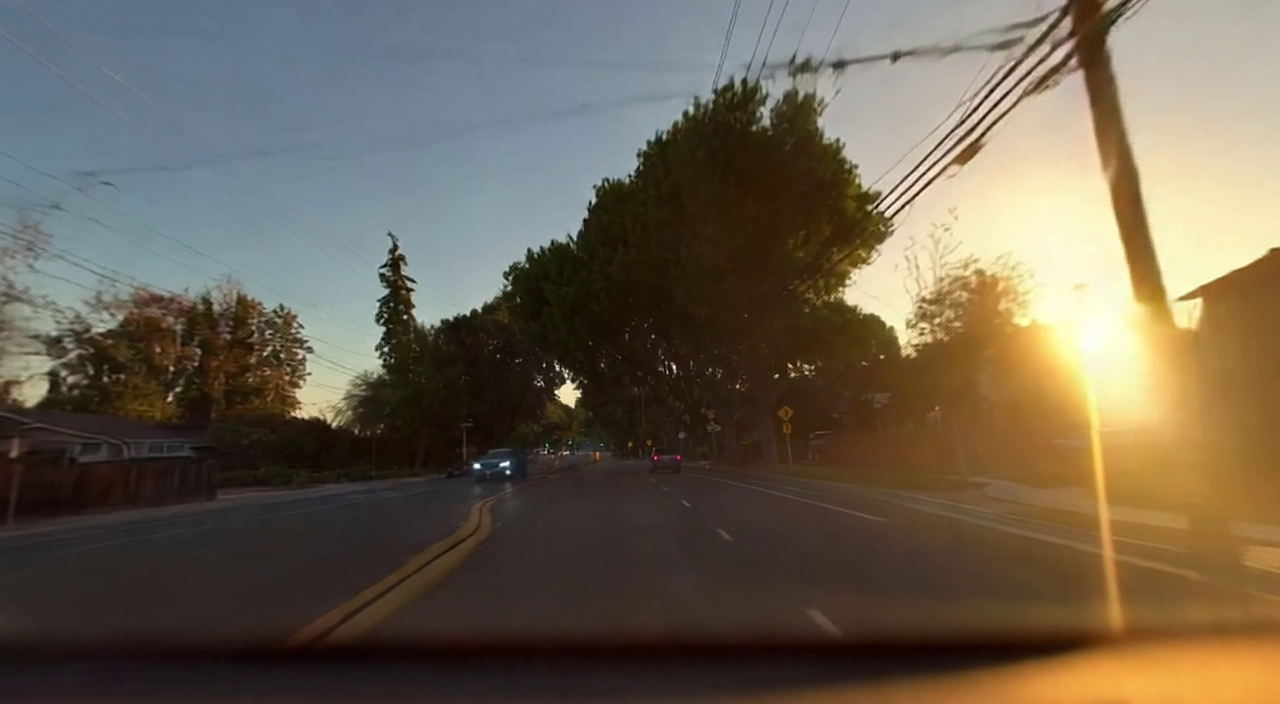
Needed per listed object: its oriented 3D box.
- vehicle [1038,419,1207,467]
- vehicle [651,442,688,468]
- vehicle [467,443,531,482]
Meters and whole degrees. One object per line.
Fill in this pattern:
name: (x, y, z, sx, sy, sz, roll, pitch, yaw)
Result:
vehicle: (18.077, 3.502, 24.001, 4.766, 1.493, 2.076, -9, -11, 31)
vehicle: (2.105, 7.675, 47.036, 2.144, 1.843, 4.827, 1, -9, -5)
vehicle: (-6.905, 5.448, 31.391, 2.127, 1.725, 4.366, -2, -9, 1)
